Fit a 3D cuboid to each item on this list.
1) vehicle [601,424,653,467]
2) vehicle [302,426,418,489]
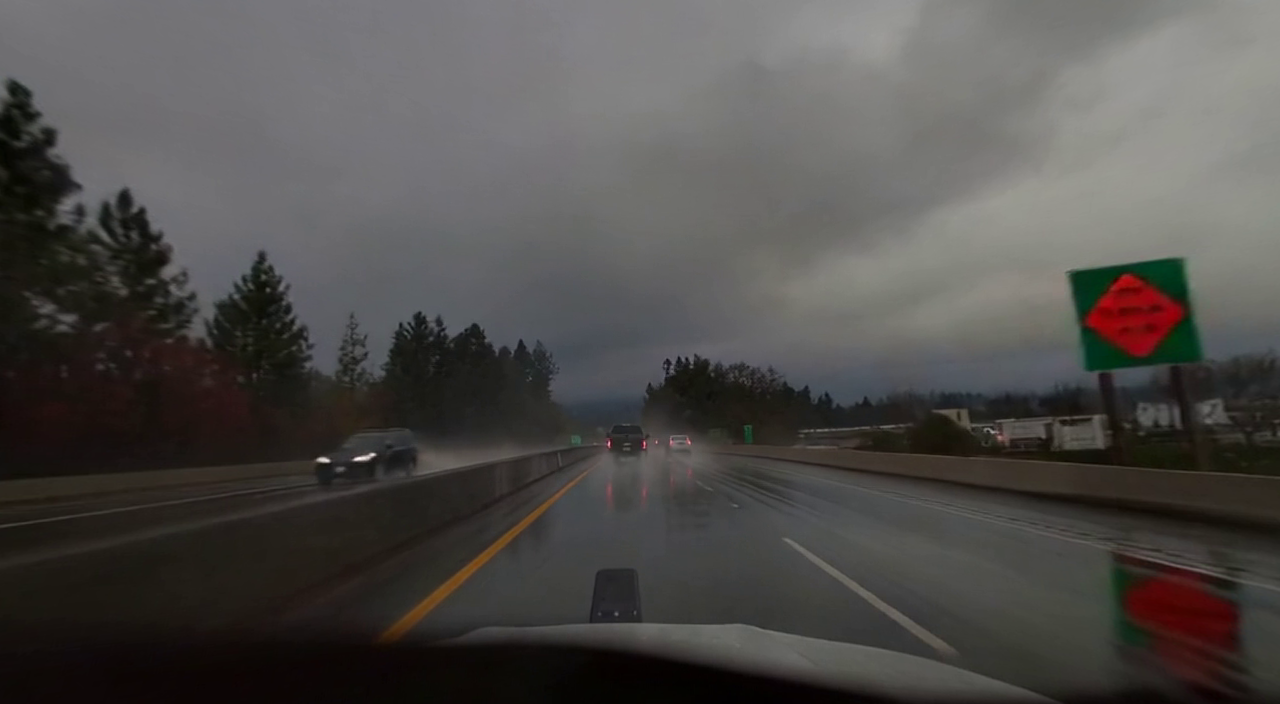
[{"bbox_3d":[-0.700,4.854,32.973,2.503,2.044,4.633,0,-8,-2],"label":"vehicle"},{"bbox_3d":[-9.314,3.509,21.431,1.957,1.894,4.375,0,-8,-1],"label":"vehicle"}]
